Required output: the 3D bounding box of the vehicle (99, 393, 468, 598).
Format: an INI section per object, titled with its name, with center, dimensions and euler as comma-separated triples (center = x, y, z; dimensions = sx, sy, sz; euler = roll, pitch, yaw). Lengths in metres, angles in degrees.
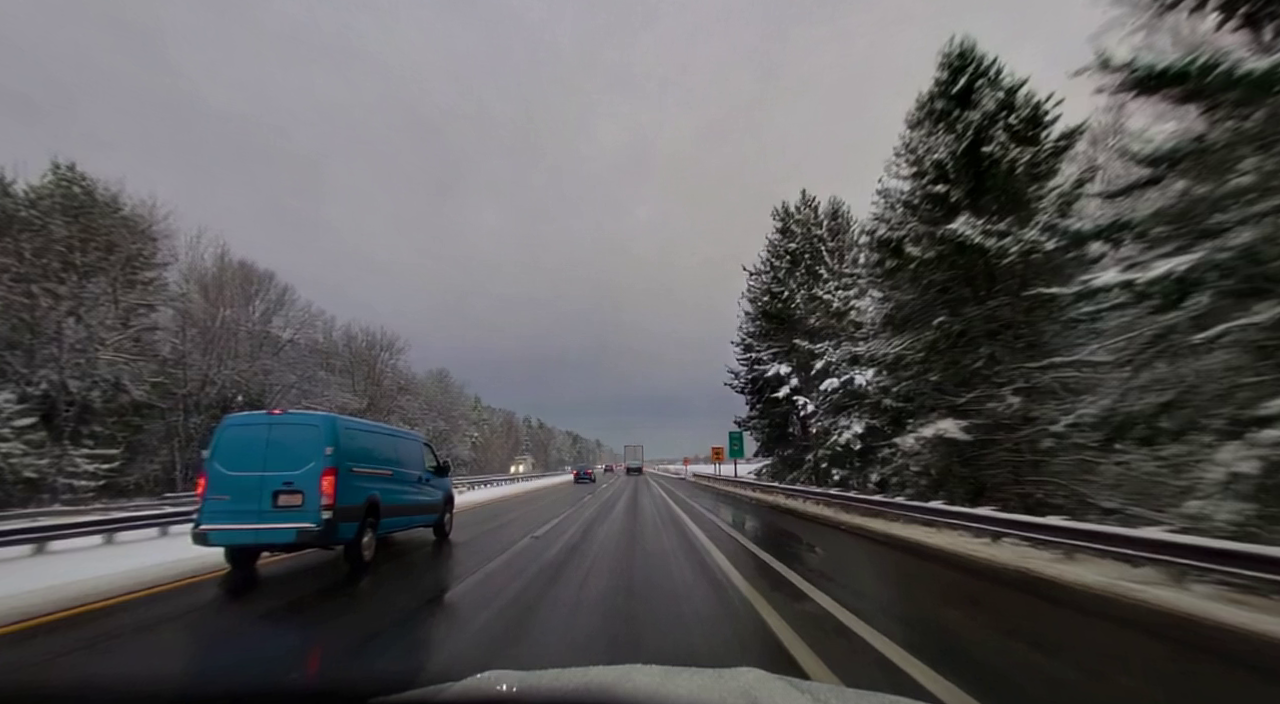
[vehicle]
center = -4.131, 1.826, 8.594
dimensions = 2.208, 1.973, 4.716
euler = 1, -10, 0
